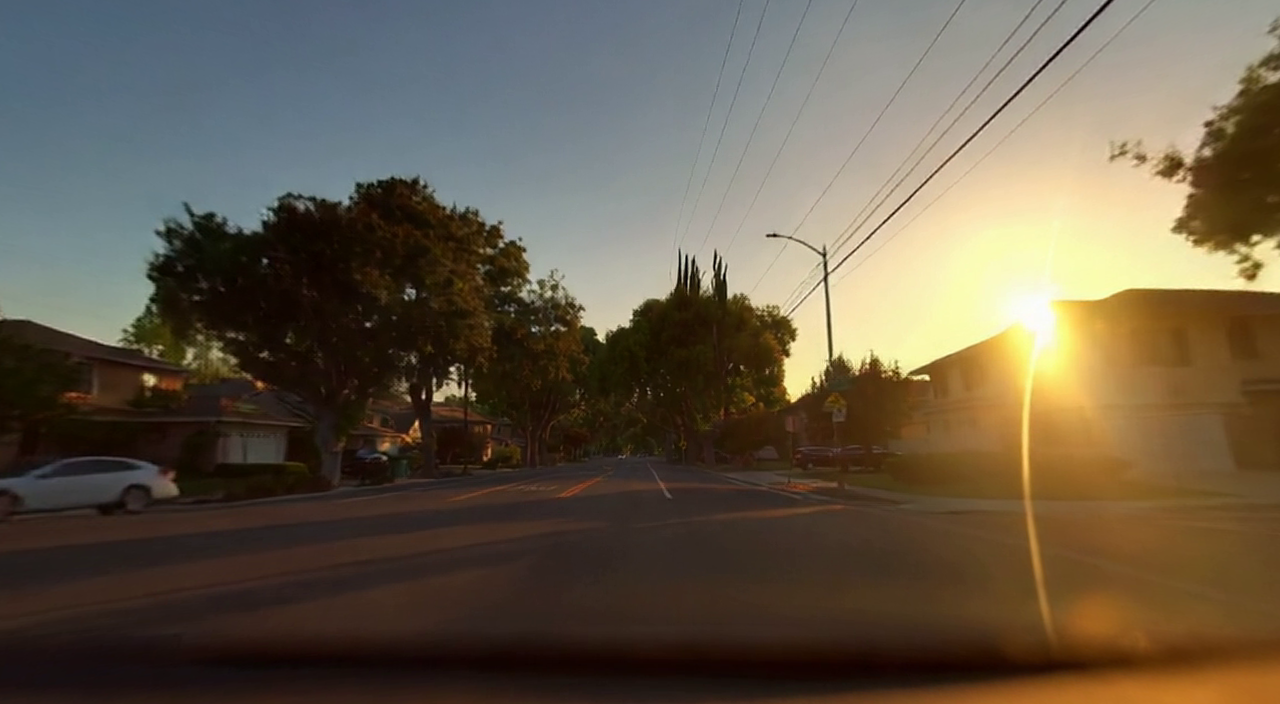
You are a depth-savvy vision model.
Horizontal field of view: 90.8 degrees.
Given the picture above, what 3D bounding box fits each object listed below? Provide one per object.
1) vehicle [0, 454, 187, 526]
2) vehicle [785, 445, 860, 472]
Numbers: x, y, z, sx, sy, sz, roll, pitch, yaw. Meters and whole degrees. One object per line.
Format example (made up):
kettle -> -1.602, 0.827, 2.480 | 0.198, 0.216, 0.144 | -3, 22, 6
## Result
vehicle -> -14.792, 3.431, 16.118 | 2.064, 1.596, 4.716 | -6, -11, 33
vehicle -> 13.135, 7.700, 45.797 | 4.912, 1.895, 2.047 | -1, -9, 7
